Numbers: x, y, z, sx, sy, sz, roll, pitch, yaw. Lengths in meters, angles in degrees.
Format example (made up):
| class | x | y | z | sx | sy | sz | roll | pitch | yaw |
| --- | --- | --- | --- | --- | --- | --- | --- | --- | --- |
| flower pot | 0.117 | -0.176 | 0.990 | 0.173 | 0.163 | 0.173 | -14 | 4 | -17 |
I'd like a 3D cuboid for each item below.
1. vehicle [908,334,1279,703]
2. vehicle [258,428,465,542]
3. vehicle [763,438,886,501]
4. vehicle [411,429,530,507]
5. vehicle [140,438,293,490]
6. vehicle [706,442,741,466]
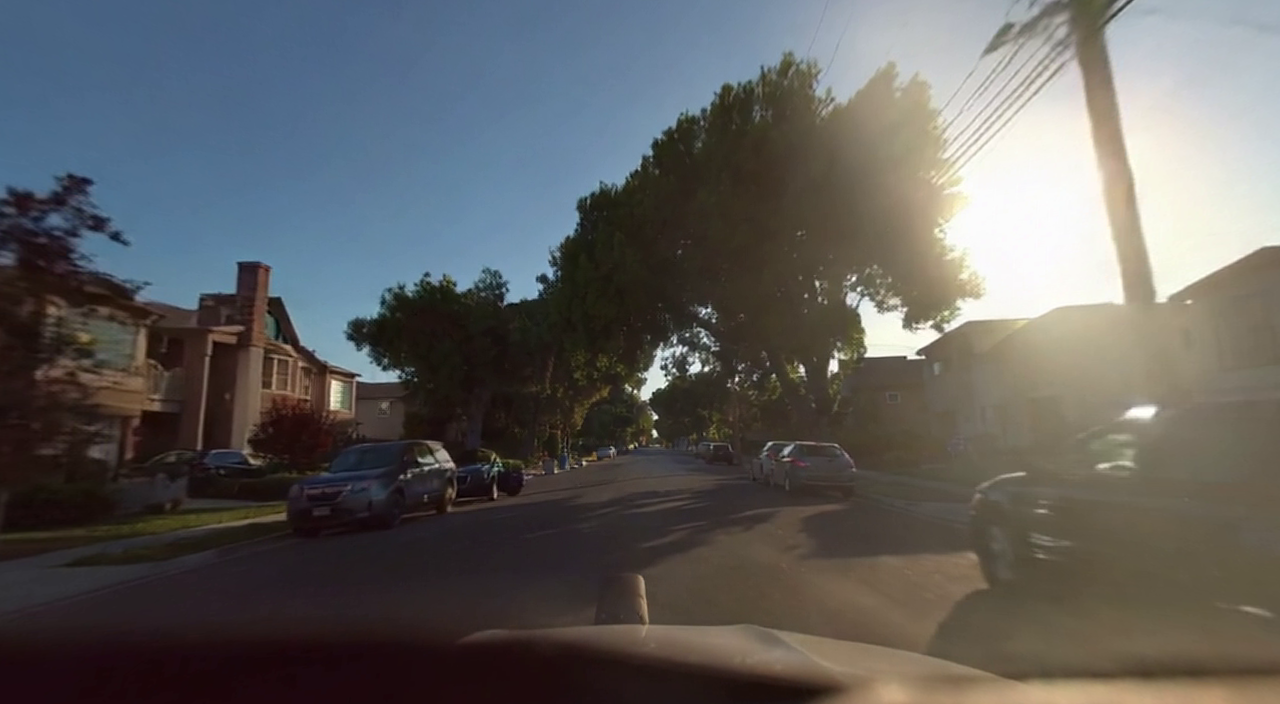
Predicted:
| class | x | y | z | sx | sy | sz | roll | pitch | yaw |
| --- | --- | --- | --- | --- | --- | --- | --- | --- | --- |
| vehicle | 3.852 | 0.986 | 3.808 | 2.122 | 1.809 | 5.421 | -1 | -8 | 1 |
| vehicle | -5.332 | 2.595 | 12.875 | 2.118 | 1.753 | 4.377 | -5 | -9 | 2 |
| vehicle | 4.941 | 3.204 | 17.792 | 2.090 | 1.489 | 4.952 | -1 | -8 | 2 |
| vehicle | -4.875 | 3.410 | 18.866 | 2.156 | 1.859 | 4.573 | -4 | -9 | 1 |
| vehicle | -17.720 | 4.670 | 26.654 | 4.832 | 2.033 | 2.045 | 0 | -8 | -5 |
| vehicle | 5.744 | 7.080 | 44.013 | 1.906 | 1.503 | 4.498 | -1 | -8 | 2 |
